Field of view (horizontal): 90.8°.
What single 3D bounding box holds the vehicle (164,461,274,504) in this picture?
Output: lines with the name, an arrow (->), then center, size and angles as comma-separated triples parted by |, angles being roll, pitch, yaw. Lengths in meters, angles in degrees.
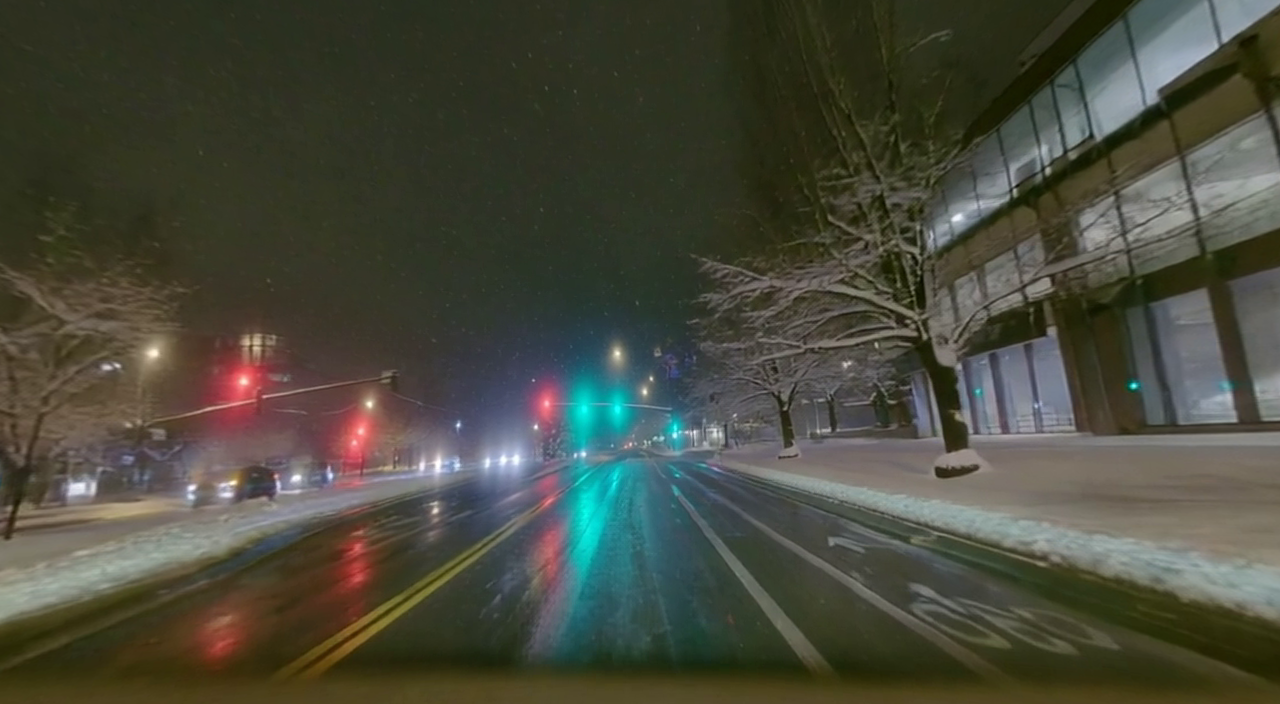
vehicle -> -19.652, 6.087, 29.769 | 2.223, 1.728, 4.250 | 0, -9, -1

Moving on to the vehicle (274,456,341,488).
vehicle -> -23.723, 8.535, 45.326 | 2.316, 2.060, 4.631 | 0, -9, -1
